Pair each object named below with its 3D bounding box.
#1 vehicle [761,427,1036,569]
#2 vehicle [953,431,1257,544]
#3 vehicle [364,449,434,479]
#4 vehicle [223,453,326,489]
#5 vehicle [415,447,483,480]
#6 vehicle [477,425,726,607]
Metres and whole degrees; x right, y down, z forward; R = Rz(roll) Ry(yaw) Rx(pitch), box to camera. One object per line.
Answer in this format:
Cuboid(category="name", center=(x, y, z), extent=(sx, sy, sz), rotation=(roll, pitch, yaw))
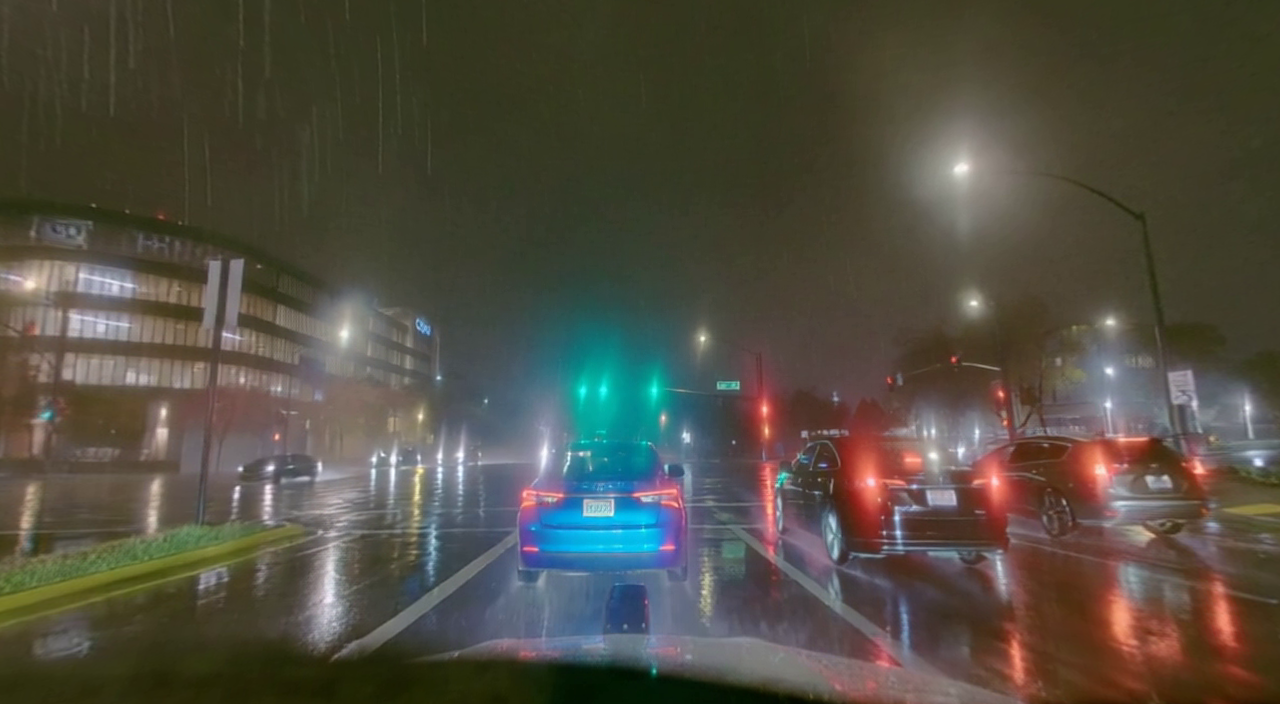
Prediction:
Cuboid(category="vehicle", center=(3.216, 1.888, 8.967), extent=(2.042, 1.508, 4.109), rotation=(0, -8, -2))
Cuboid(category="vehicle", center=(7.446, 2.165, 10.783), extent=(1.908, 1.517, 4.182), rotation=(0, -8, -1))
Cuboid(category="vehicle", center=(-12.978, 6.028, 34.224), extent=(2.049, 1.483, 4.407), rotation=(0, -8, 0))
Cuboid(category="vehicle", center=(-16.523, 5.369, 28.796), extent=(2.048, 1.463, 4.530), rotation=(0, -8, -1))
Cuboid(category="vehicle", center=(-9.162, 5.345, 30.531), extent=(2.045, 1.492, 3.816), rotation=(0, -8, 0))
Cuboid(category="vehicle", center=(-0.367, 1.654, 7.286), extent=(2.059, 1.477, 3.988), rotation=(0, -8, -1))
